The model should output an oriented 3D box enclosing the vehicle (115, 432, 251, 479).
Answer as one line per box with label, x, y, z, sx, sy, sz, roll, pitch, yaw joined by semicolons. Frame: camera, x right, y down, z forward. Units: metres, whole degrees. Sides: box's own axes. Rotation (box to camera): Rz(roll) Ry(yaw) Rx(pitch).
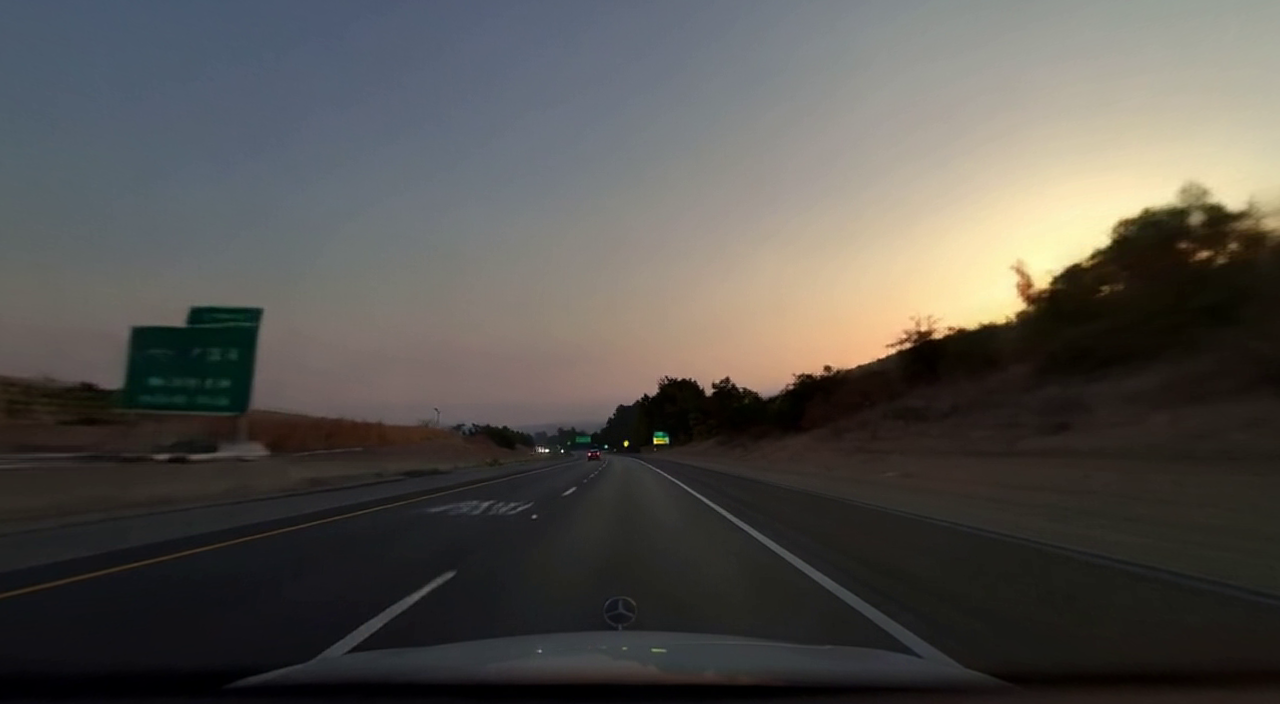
vehicle;-17.147;3.909;23.917;1.911;1.593;4.372;0;-9;-1
